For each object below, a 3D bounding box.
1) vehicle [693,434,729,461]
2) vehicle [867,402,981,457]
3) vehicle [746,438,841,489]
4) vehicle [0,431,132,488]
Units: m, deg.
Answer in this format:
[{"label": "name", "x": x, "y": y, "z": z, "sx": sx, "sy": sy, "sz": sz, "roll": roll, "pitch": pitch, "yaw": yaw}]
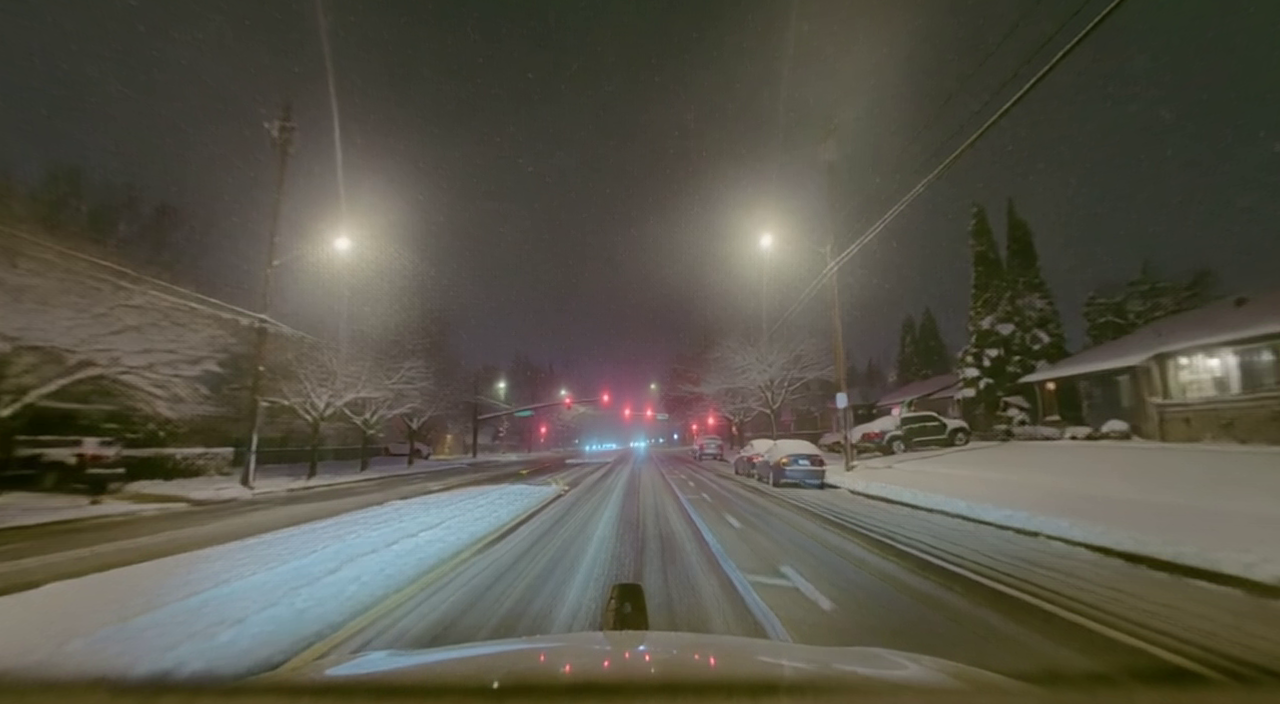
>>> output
[{"label": "vehicle", "x": 5.131, "y": 7.004, "z": 46.148, "sx": 2.170, "sy": 1.869, "sz": 4.594, "roll": 0, "pitch": -8, "yaw": 2}, {"label": "vehicle", "x": 13.515, "y": 3.743, "z": 30.199, "sx": 4.284, "sy": 1.725, "sz": 1.981, "roll": -12, "pitch": -9, "yaw": -1}, {"label": "vehicle", "x": 4.732, "y": 3.492, "z": 20.136, "sx": 1.881, "sy": 1.435, "sz": 4.525, "roll": 0, "pitch": -8, "yaw": 0}, {"label": "vehicle", "x": -21.015, "y": 3.664, "z": 21.757, "sx": 4.759, "sy": 1.824, "sz": 2.442, "roll": 0, "pitch": -8, "yaw": 0}]
